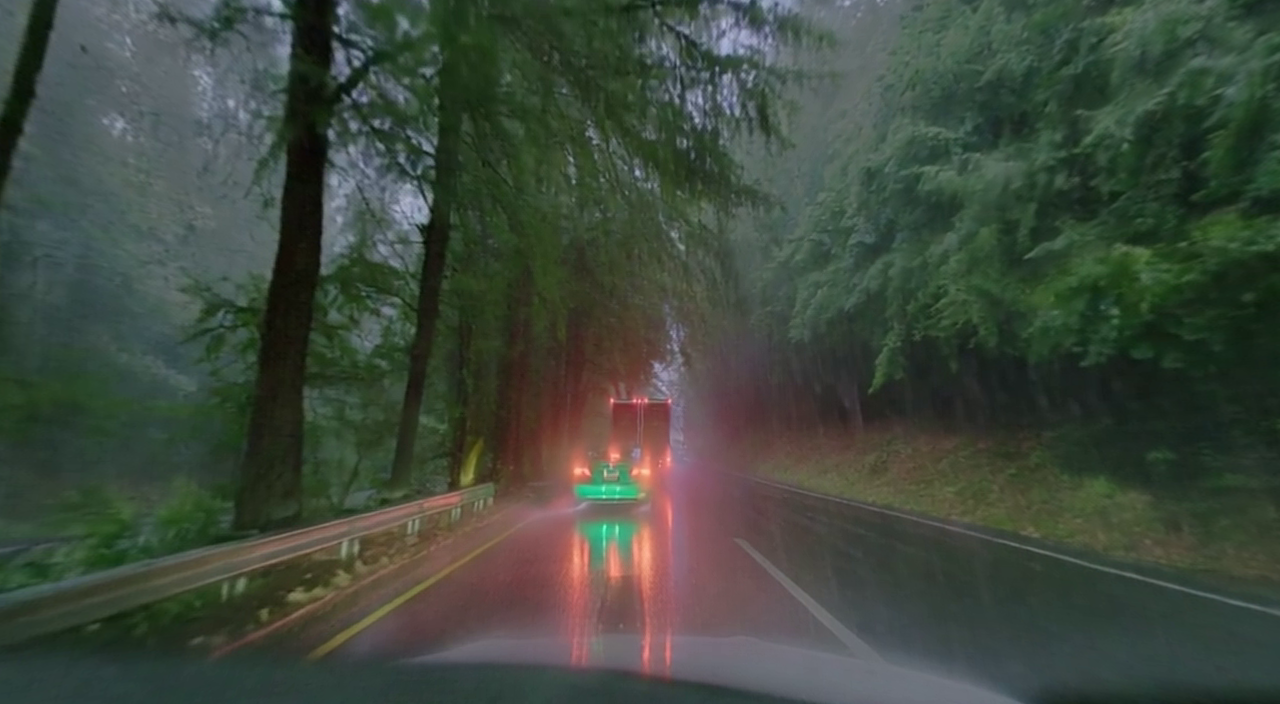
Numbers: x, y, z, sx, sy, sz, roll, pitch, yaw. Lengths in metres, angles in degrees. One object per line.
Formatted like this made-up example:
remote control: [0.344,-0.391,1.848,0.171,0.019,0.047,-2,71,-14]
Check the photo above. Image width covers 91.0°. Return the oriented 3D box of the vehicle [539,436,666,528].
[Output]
vehicle: [-0.612,2.460,12.459,2.076,1.490,4.078,0,-9,0]

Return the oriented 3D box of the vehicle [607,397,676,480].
vehicle: [-0.024,4.781,34.164,3.085,3.682,11.755,0,-9,-1]
